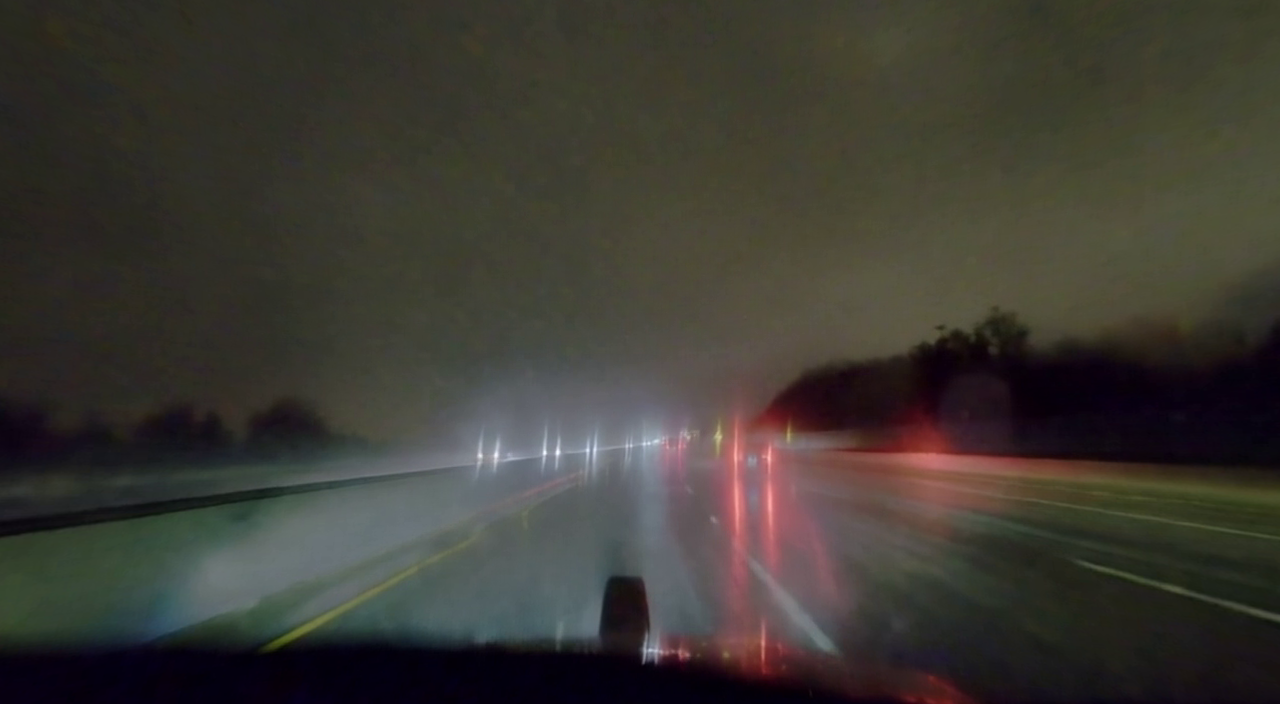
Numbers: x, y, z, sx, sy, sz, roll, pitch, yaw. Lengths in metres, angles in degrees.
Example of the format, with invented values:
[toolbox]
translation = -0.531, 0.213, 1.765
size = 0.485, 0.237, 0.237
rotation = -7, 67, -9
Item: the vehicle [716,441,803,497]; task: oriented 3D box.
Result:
[vehicle]
translation = 3.256, 3.242, 17.855
size = 1.683, 1.400, 3.868
rotation = 0, -8, 0
